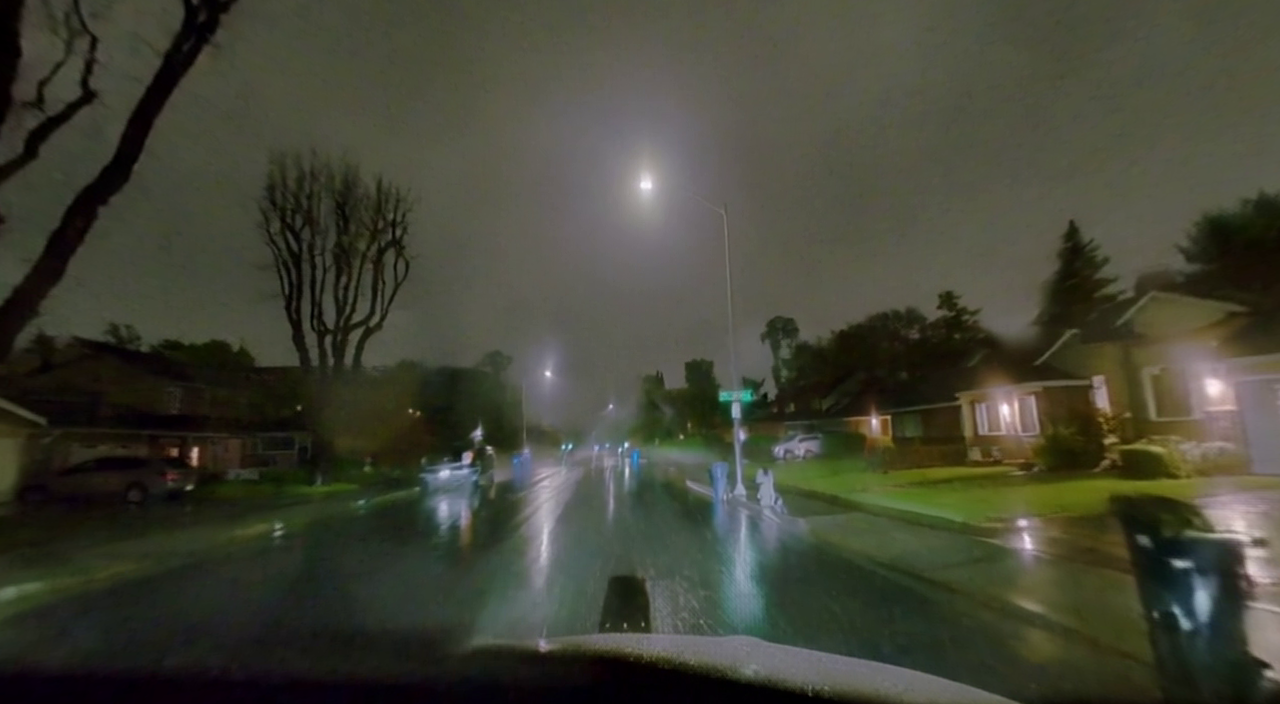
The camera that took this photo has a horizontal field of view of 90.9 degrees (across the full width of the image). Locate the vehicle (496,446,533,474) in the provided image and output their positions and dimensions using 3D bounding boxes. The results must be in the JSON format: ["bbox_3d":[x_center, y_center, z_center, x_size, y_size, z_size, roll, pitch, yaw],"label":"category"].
[{"bbox_3d":[-8.578,7.405,43.519,1.945,1.530,4.430,-4,-7,-5],"label":"vehicle"}]

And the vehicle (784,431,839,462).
[{"bbox_3d":[10.945,6.014,40.529,1.936,1.687,4.714,-4,-7,-2],"label":"vehicle"}]

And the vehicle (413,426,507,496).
[{"bbox_3d":[-7.256,4.387,26.191,2.223,2.115,5.707,5,-4,-2],"label":"vehicle"}]

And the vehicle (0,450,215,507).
[{"bbox_3d":[-15.762,3.760,18.858,4.617,1.491,1.953,-1,-10,-2],"label":"vehicle"}]
